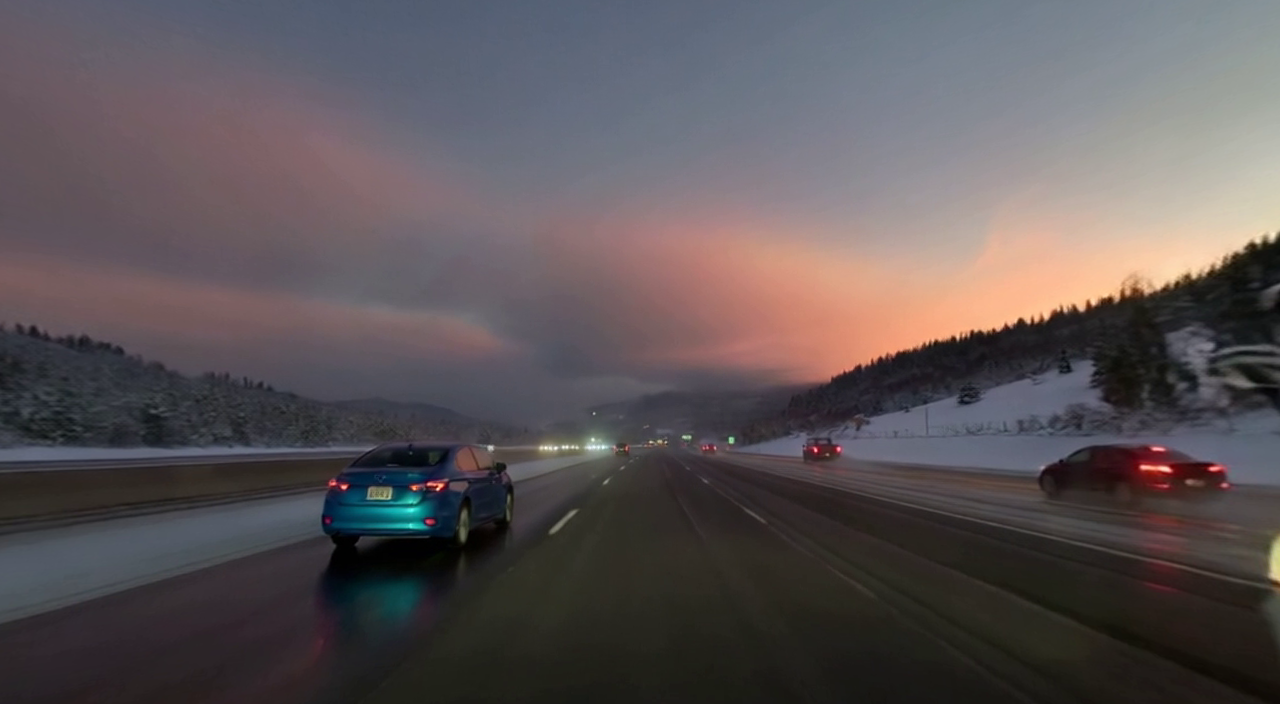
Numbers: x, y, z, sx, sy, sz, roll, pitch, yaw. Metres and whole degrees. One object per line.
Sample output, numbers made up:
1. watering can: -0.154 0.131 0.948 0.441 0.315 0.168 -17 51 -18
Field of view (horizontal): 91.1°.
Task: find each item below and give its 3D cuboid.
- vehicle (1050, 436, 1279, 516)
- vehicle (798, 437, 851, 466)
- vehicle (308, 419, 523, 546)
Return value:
1. vehicle: 11.568 2.607 13.791 1.982 1.443 4.635 0 -8 0
2. vehicle: 11.963 6.486 40.984 2.062 1.736 4.589 0 -8 0
3. vehicle: -3.270 1.977 10.116 1.967 1.615 3.886 0 -8 1
